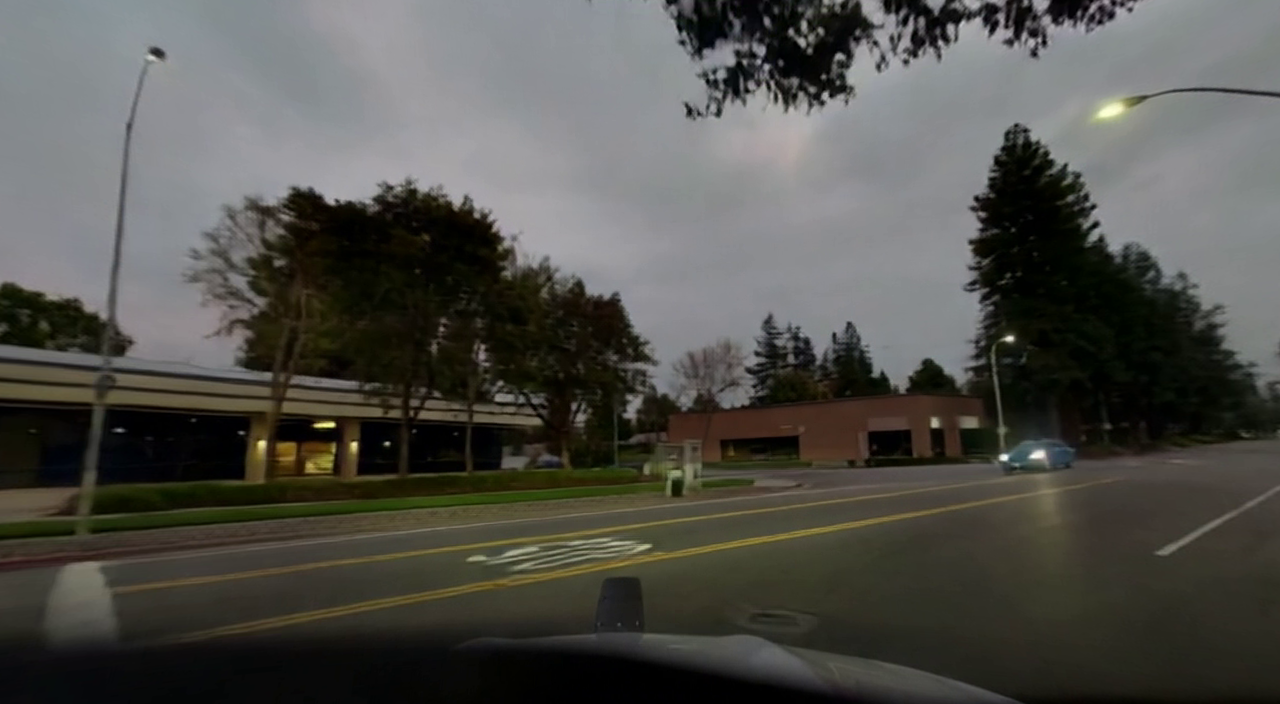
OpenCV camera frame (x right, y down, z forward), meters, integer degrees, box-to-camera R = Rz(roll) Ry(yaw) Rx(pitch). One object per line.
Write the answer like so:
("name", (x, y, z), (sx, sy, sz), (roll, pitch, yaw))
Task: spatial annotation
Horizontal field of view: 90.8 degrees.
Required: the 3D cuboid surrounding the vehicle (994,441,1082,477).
("vehicle", (17.839, 4.766, 28.267), (4.433, 1.465, 1.926), (7, -11, -39))
